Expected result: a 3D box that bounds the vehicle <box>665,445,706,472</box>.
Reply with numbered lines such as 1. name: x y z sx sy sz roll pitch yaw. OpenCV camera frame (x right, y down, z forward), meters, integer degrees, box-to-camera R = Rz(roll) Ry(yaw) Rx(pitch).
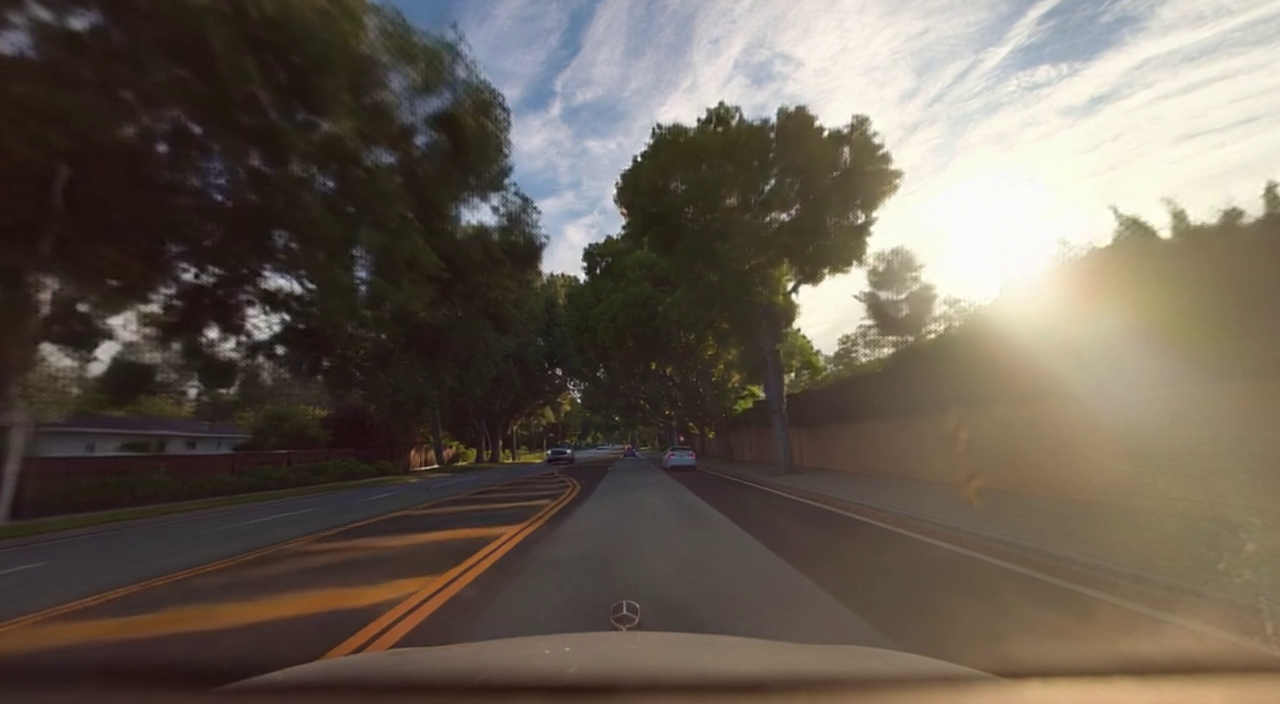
1. vehicle: 2.536 6.107 36.415 1.991 1.476 4.153 0 -9 -1
